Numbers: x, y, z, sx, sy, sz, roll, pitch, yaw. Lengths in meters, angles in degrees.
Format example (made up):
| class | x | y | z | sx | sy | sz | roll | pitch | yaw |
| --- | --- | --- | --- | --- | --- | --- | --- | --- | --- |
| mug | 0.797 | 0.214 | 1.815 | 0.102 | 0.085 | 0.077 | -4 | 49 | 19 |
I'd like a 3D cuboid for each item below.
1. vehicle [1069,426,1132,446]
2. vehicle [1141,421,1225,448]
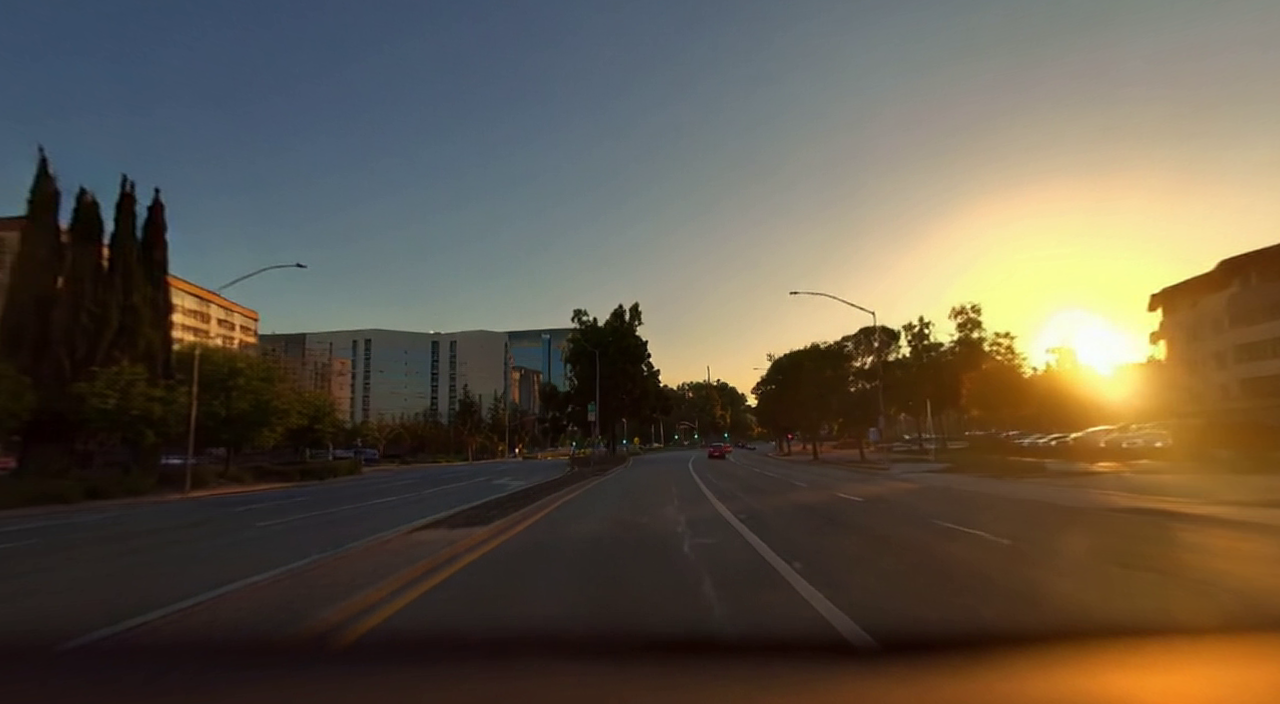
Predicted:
| class | x | y | z | sx | sy | sz | roll | pitch | yaw |
| --- | --- | --- | --- | --- | --- | --- | --- | --- | --- |
| vehicle | 34.188 | 6.248 | 46.934 | 3.693 | 1.473 | 1.643 | 2 | -9 | -14 |
| vehicle | 36.063 | 5.488 | 41.962 | 4.540 | 1.717 | 1.926 | 2 | -9 | -16 |
